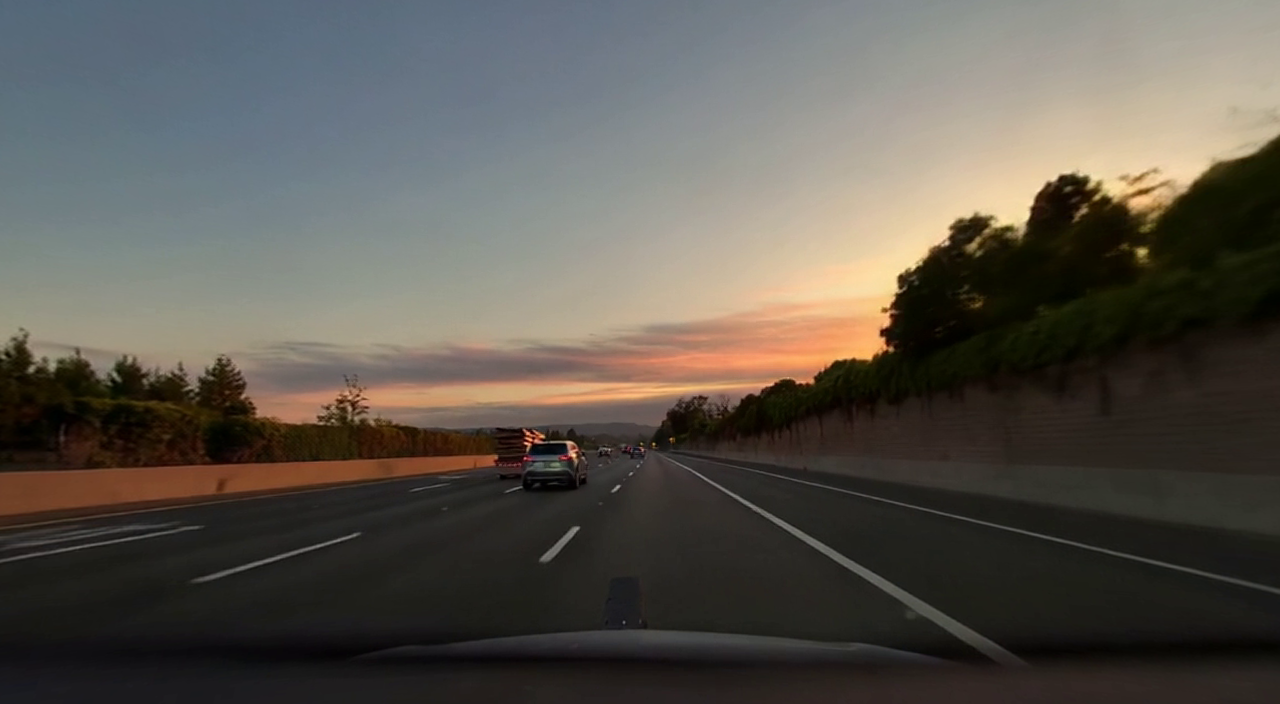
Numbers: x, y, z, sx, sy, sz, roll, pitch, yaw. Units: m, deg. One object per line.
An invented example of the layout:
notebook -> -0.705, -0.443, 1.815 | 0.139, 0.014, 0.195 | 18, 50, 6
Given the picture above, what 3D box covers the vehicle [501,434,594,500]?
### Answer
vehicle -> -2.710, 3.496, 19.643 | 2.114, 1.787, 4.365 | 0, -8, 2
